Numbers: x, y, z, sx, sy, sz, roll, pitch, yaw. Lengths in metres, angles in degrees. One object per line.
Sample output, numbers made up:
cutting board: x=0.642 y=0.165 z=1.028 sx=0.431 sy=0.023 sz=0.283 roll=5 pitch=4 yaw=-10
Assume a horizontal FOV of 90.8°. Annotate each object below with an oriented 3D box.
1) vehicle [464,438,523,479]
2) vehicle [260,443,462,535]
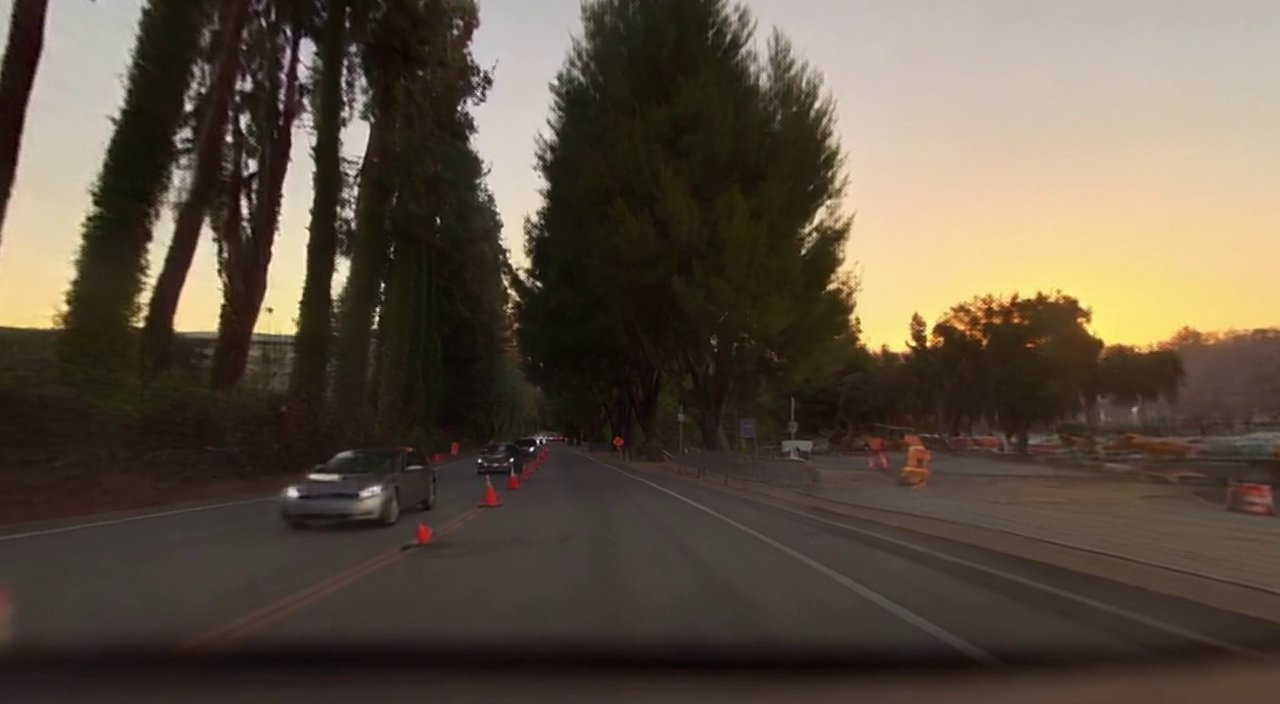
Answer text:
vehicle: x=-6.395 y=4.675 z=28.050 sx=2.001 sy=1.642 sz=3.942 roll=0 pitch=-8 yaw=-5
vehicle: x=-4.981 y=2.465 z=12.064 sx=1.975 sy=1.415 sz=4.194 roll=0 pitch=-8 yaw=-1
